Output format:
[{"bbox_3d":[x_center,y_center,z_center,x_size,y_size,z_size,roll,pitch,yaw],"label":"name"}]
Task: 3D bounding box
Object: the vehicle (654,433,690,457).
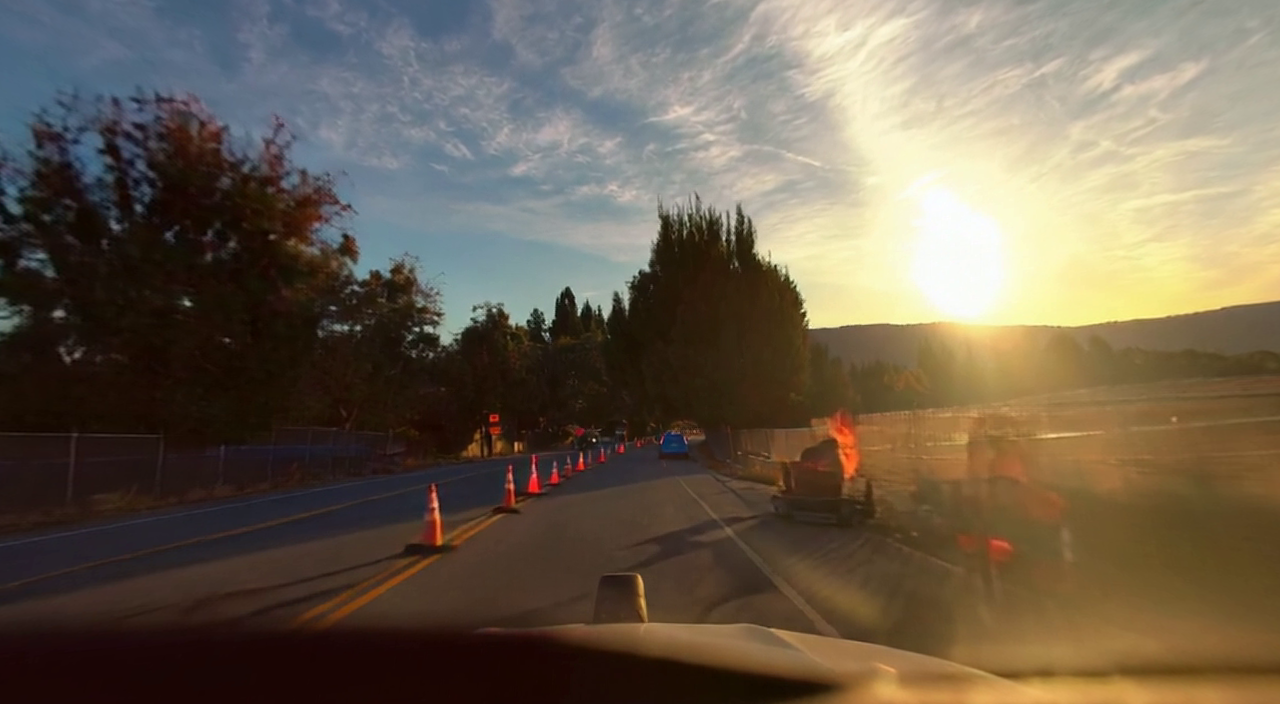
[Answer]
[{"bbox_3d":[2.034,5.957,40.450,2.172,1.486,3.581,-1,-8,3],"label":"vehicle"}]
